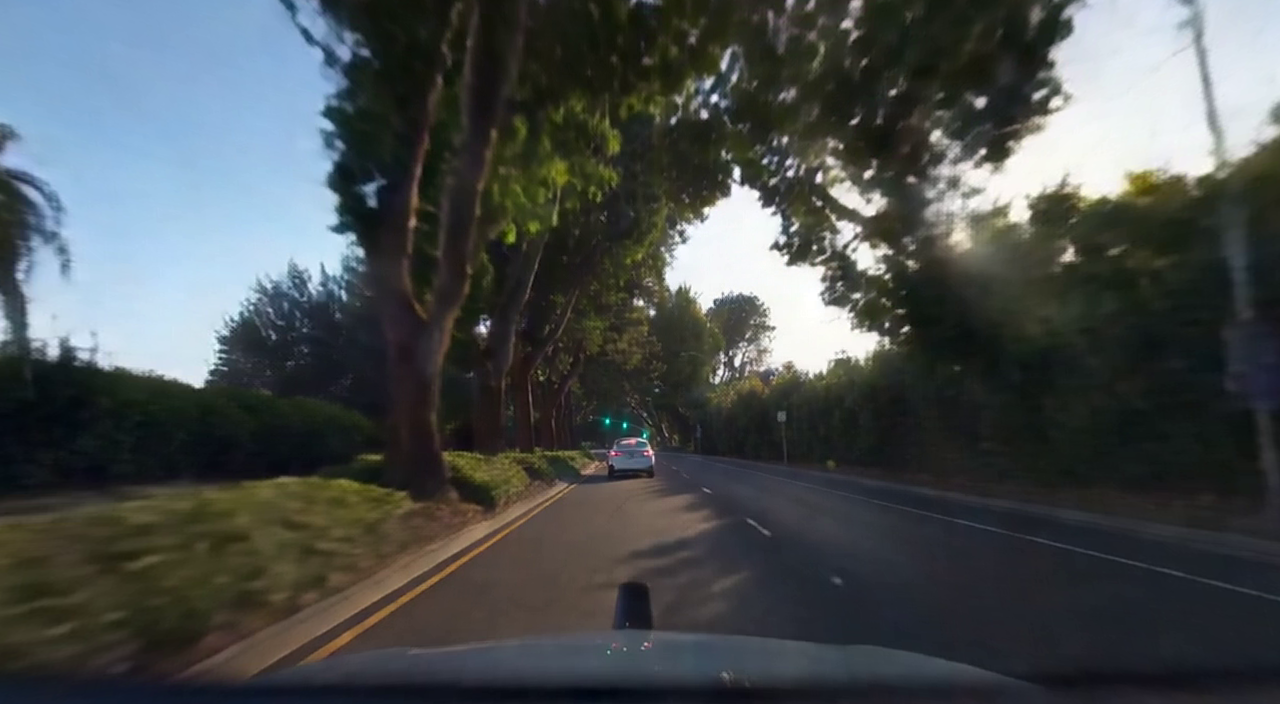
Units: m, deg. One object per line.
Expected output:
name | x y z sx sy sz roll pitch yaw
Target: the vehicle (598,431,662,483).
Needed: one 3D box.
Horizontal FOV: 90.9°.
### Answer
vehicle | -0.363 3.917 23.770 2.192 1.734 4.176 0 -8 -1
